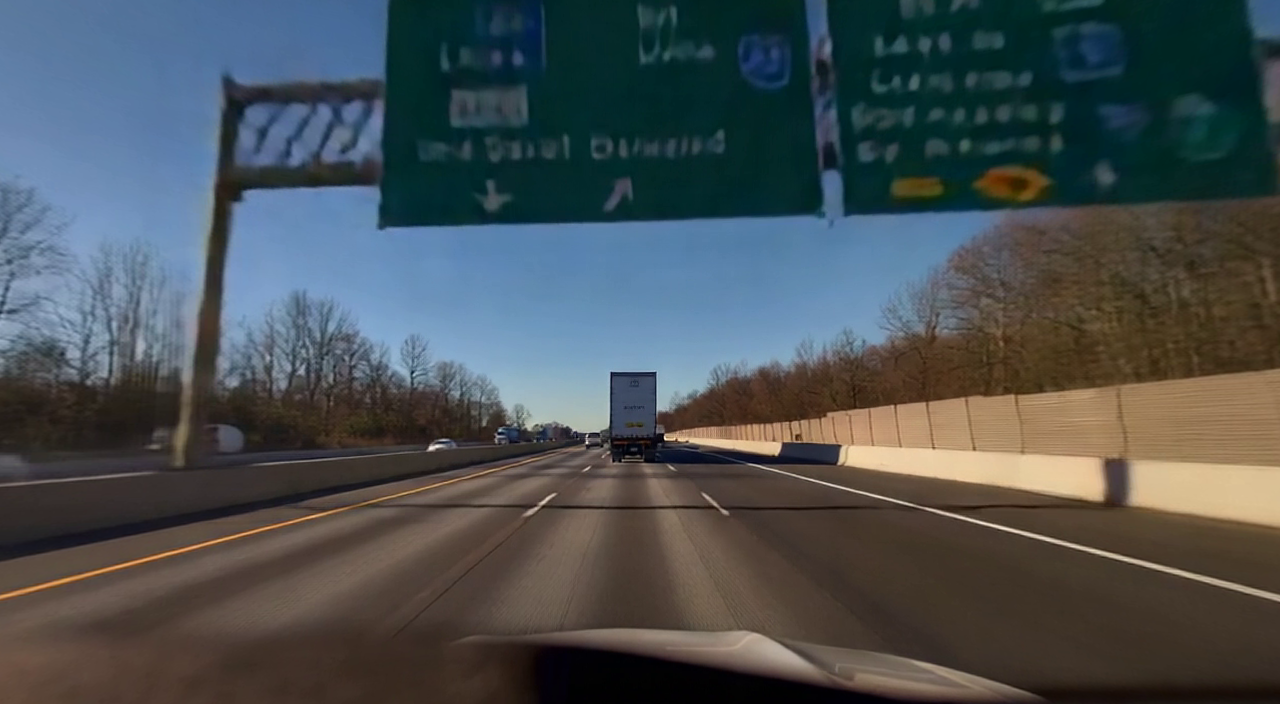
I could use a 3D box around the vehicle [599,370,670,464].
[{"bbox_3d":[-0.315,3.828,34.837,2.965,3.972,16.689,0,-8,-1],"label":"vehicle"}]
